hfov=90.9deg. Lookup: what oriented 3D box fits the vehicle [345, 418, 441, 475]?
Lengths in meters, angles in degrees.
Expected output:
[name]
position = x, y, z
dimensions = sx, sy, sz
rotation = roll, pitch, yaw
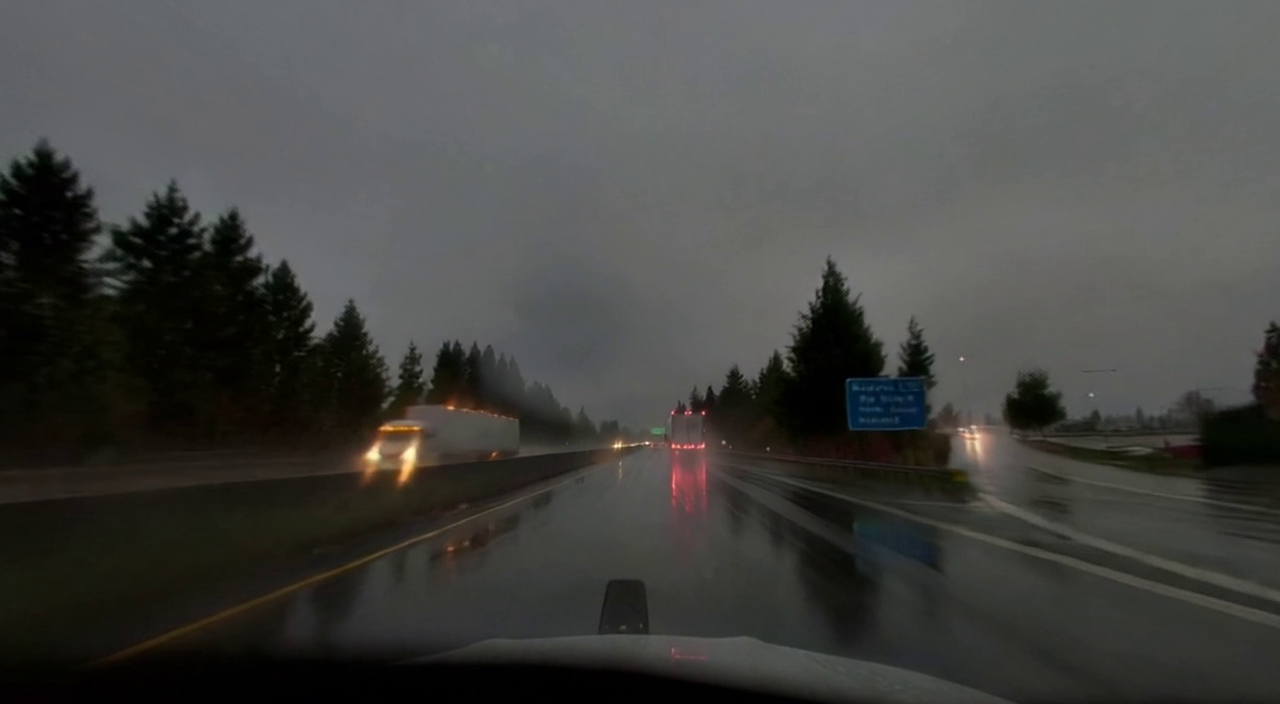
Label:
[vehicle]
position = -12.791, 4.976, 33.189
dimensions = 2.422, 2.721, 5.859
rotation = 0, -9, 2
